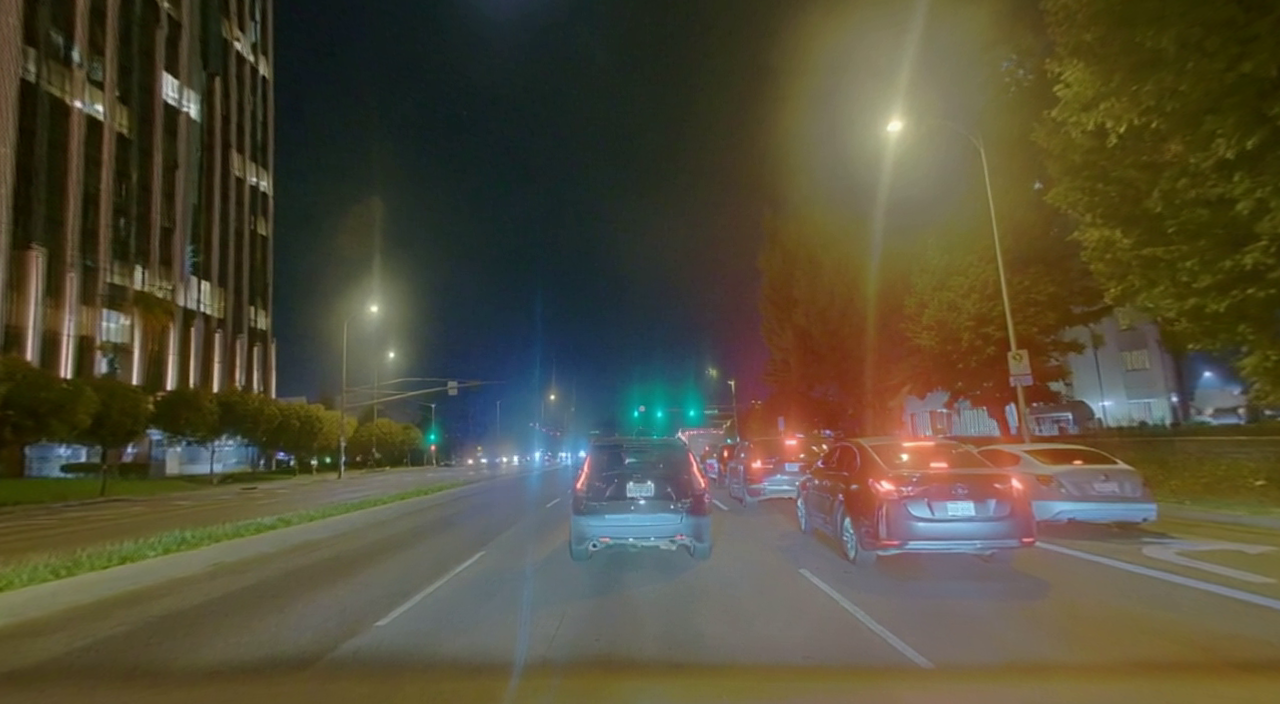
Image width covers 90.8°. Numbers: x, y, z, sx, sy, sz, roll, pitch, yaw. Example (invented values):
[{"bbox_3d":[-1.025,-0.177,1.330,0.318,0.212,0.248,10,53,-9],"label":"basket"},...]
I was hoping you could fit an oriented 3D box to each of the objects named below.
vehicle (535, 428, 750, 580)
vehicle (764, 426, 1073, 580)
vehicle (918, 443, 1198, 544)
[{"bbox_3d":[-0.014,1.801,8.327,2.105,1.474,4.127,0,-8,-1],"label":"vehicle"},{"bbox_3d":[3.172,1.811,8.484,1.995,1.483,4.533,0,-8,-1],"label":"vehicle"},{"bbox_3d":[6.527,2.209,10.531,1.915,1.338,3.874,0,-8,-2],"label":"vehicle"}]
